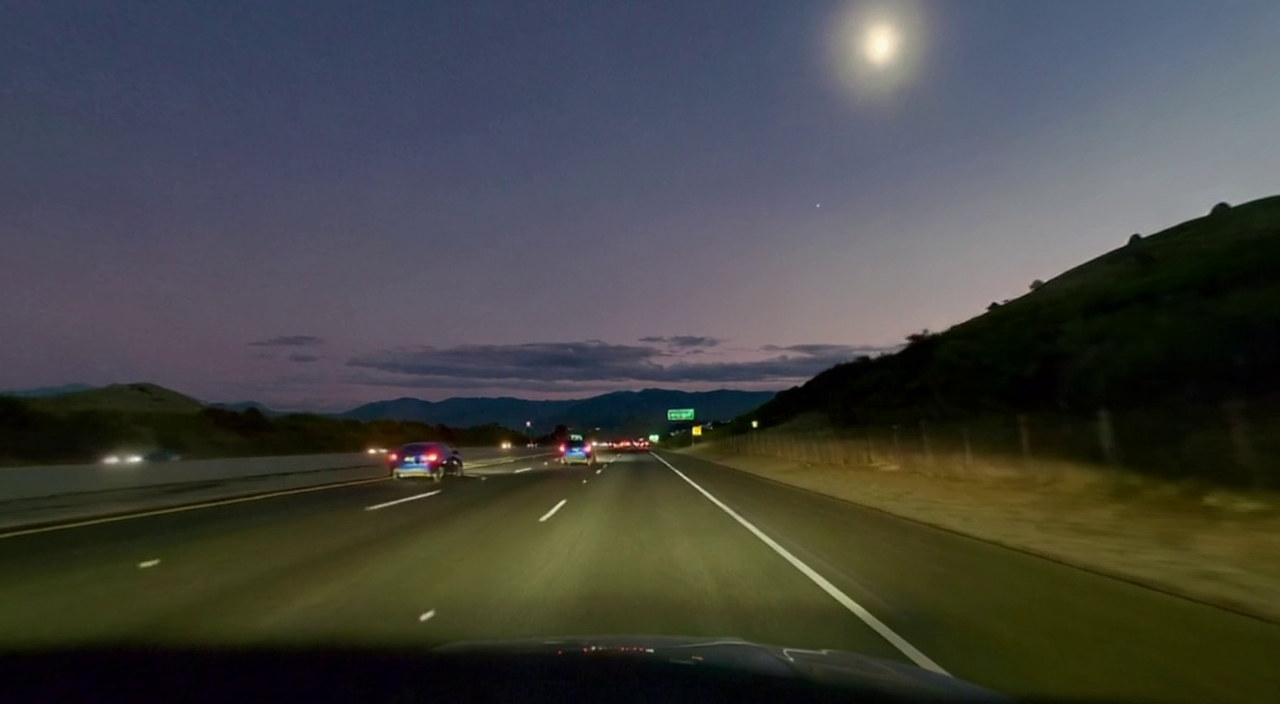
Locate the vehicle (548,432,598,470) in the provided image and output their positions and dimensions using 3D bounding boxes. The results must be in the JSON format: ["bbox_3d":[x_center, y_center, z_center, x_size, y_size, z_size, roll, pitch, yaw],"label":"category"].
[{"bbox_3d":[-3.283,4.975,31.839,2.029,1.753,4.718,0,-8,0],"label":"vehicle"}]

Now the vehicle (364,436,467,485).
[{"bbox_3d":[-7.607,3.698,21.960,1.930,1.508,4.567,0,-8,0],"label":"vehicle"}]
